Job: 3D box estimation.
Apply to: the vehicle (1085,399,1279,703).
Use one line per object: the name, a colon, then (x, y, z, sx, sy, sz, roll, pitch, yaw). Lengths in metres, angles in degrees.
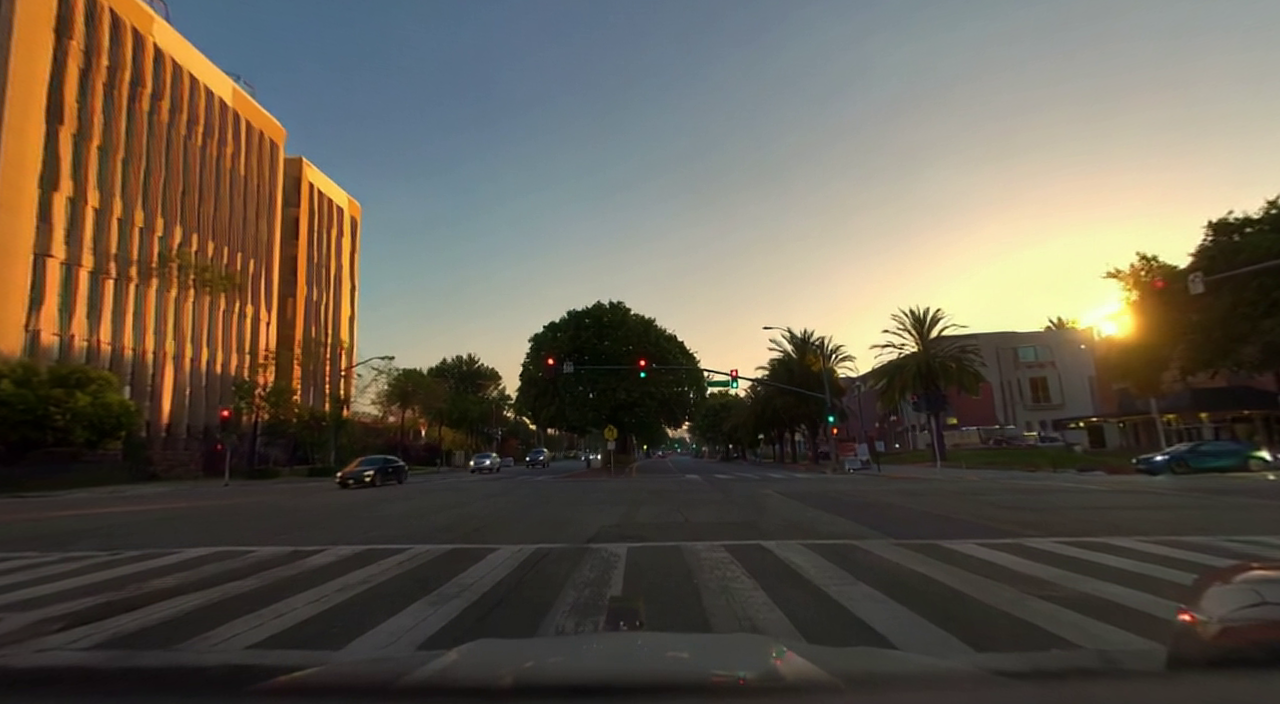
vehicle: (3.229, 0.653, 0.508, 2.106, 1.472, 4.854, 0, -9, -2)

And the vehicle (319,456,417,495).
vehicle: (-12.103, 5.497, 28.528, 2.145, 1.504, 4.857, -1, -9, 2)

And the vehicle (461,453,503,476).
vehicle: (-12.043, 8.626, 48.521, 2.038, 1.624, 4.292, -1, -9, 1)
